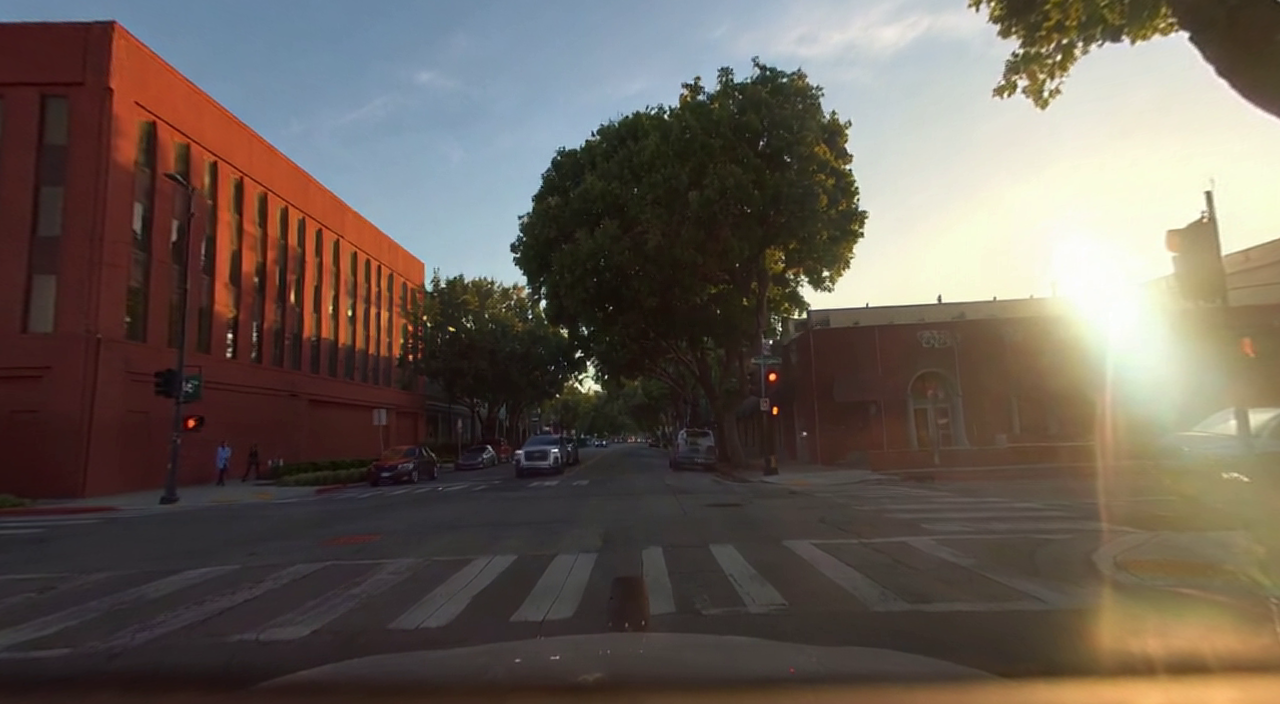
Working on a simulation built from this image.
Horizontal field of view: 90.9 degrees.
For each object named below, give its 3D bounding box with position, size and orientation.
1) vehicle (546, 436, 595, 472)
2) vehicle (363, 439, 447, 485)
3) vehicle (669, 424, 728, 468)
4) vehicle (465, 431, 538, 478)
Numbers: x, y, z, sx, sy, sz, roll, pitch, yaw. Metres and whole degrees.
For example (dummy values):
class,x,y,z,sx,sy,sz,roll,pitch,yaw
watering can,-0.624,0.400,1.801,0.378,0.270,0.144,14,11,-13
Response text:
class,x,y,z,sx,sy,sz,roll,pitch,yaw
vehicle,-3.261,4.853,30.283,2.033,1.596,4.142,0,-8,-2
vehicle,-9.914,4.648,27.018,2.216,1.804,4.526,1,-8,-5
vehicle,3.069,5.135,34.389,2.557,2.188,5.164,0,-8,-2
vehicle,-5.985,4.494,27.910,2.242,1.887,4.924,0,-8,-2
